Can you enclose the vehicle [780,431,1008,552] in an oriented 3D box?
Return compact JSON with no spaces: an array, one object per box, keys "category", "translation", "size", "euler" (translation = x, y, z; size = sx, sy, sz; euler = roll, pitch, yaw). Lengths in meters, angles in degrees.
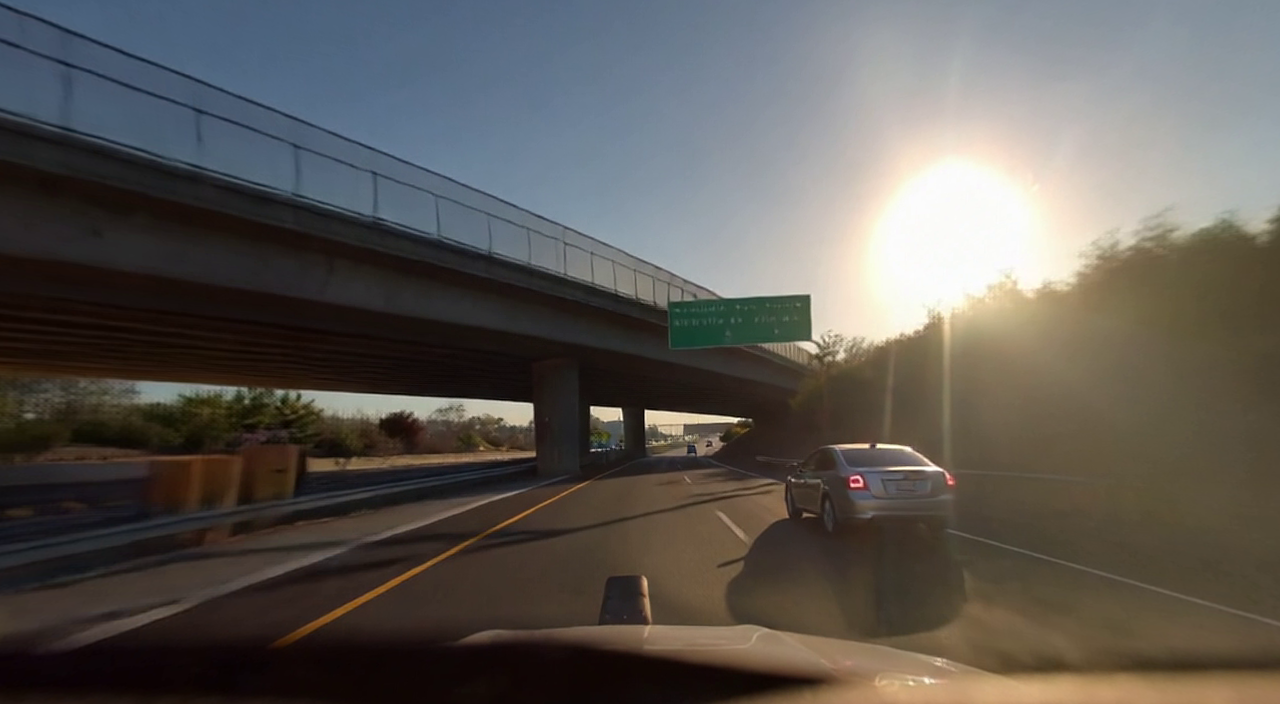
[{"category":"vehicle","translation":[3.690,2.081,10.115],"size":[1.997,1.515,4.025],"euler":[0,-8,0]}]
